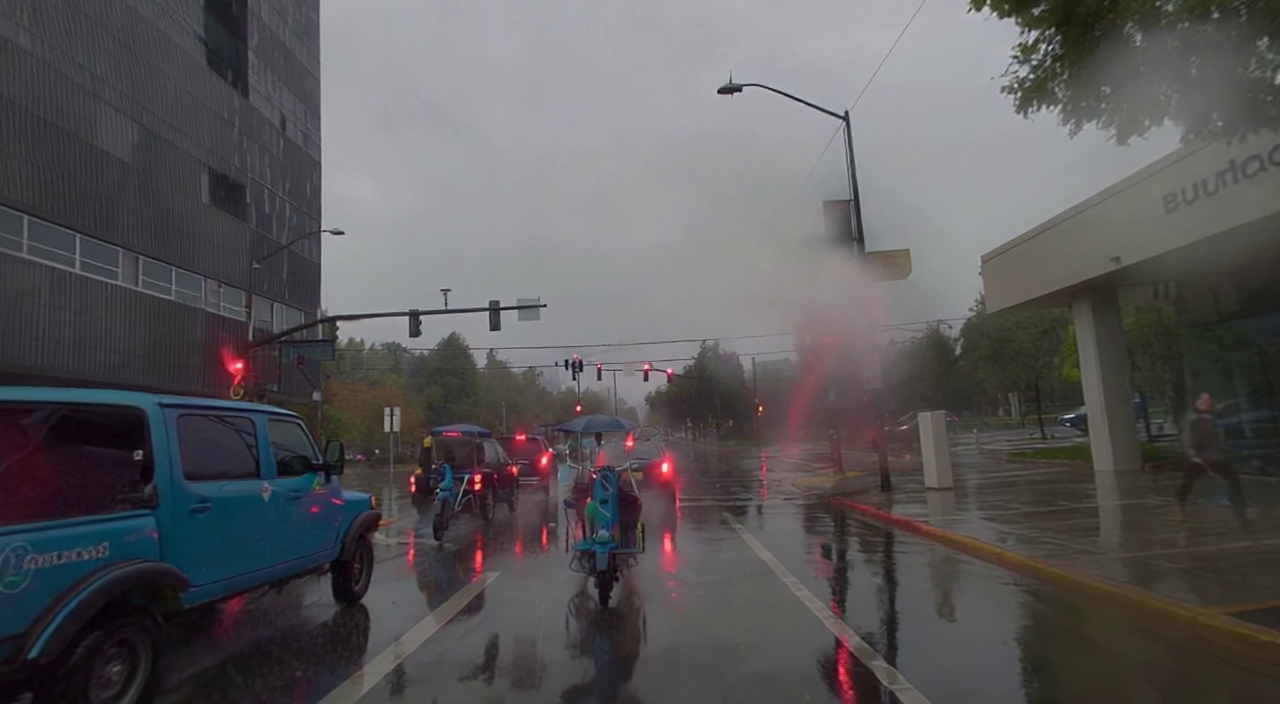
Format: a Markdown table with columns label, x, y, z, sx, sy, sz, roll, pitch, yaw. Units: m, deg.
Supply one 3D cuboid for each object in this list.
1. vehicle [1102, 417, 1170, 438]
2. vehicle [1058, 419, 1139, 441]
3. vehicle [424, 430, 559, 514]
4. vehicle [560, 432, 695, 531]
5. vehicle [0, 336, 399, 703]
| label | x | y | z | sx | sy | sz | roll | pitch | yaw |
| --- | --- | --- | --- | --- | --- | --- | --- | --- | --- |
| vehicle | 36.764 | 5.603 | 46.571 | 1.625 | 1.449 | 3.557 | 6 | -11 | -38 |
| vehicle | 30.718 | 5.273 | 42.110 | 1.751 | 1.420 | 4.027 | 8 | -12 | -43 |
| vehicle | -3.178 | 2.658 | 14.376 | 1.935 | 1.615 | 4.073 | -1 | -8 | 2 |
| vehicle | -0.155 | 2.258 | 11.544 | 2.025 | 1.458 | 4.085 | 0 | -8 | 1 |
| vehicle | -3.609 | 1.130 | 4.454 | 2.000 | 1.809 | 4.405 | 0 | -8 | 0 |
